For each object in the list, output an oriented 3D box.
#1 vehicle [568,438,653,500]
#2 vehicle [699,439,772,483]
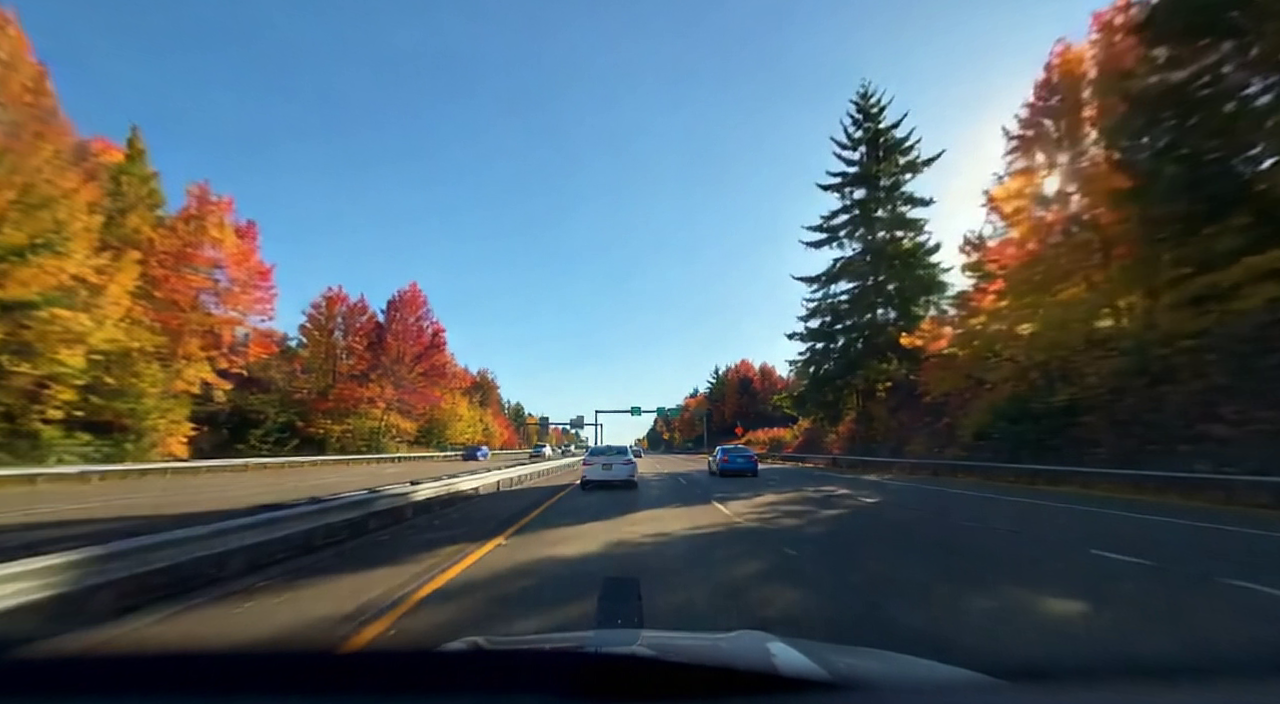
[{"bbox_3d":[-0.777,3.308,18.121,2.128,1.516,4.410,0,-9,-1],"label":"vehicle"},{"bbox_3d":[3.725,4.387,25.377,2.300,1.595,4.144,-1,-9,0],"label":"vehicle"}]
